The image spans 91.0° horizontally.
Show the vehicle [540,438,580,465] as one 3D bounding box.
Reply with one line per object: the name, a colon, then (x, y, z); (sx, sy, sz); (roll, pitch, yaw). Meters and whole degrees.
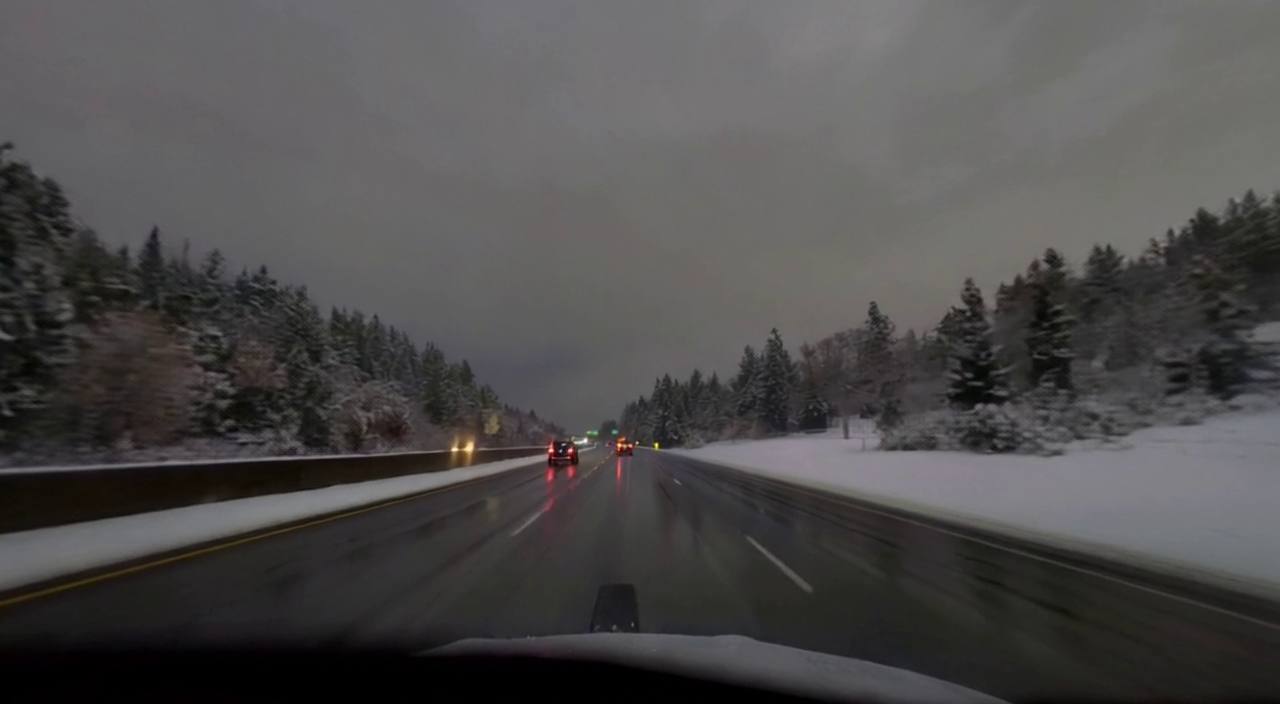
vehicle: (-5.075, 6.366, 40.489); (2.111, 1.645, 4.382); (0, -8, -1)
